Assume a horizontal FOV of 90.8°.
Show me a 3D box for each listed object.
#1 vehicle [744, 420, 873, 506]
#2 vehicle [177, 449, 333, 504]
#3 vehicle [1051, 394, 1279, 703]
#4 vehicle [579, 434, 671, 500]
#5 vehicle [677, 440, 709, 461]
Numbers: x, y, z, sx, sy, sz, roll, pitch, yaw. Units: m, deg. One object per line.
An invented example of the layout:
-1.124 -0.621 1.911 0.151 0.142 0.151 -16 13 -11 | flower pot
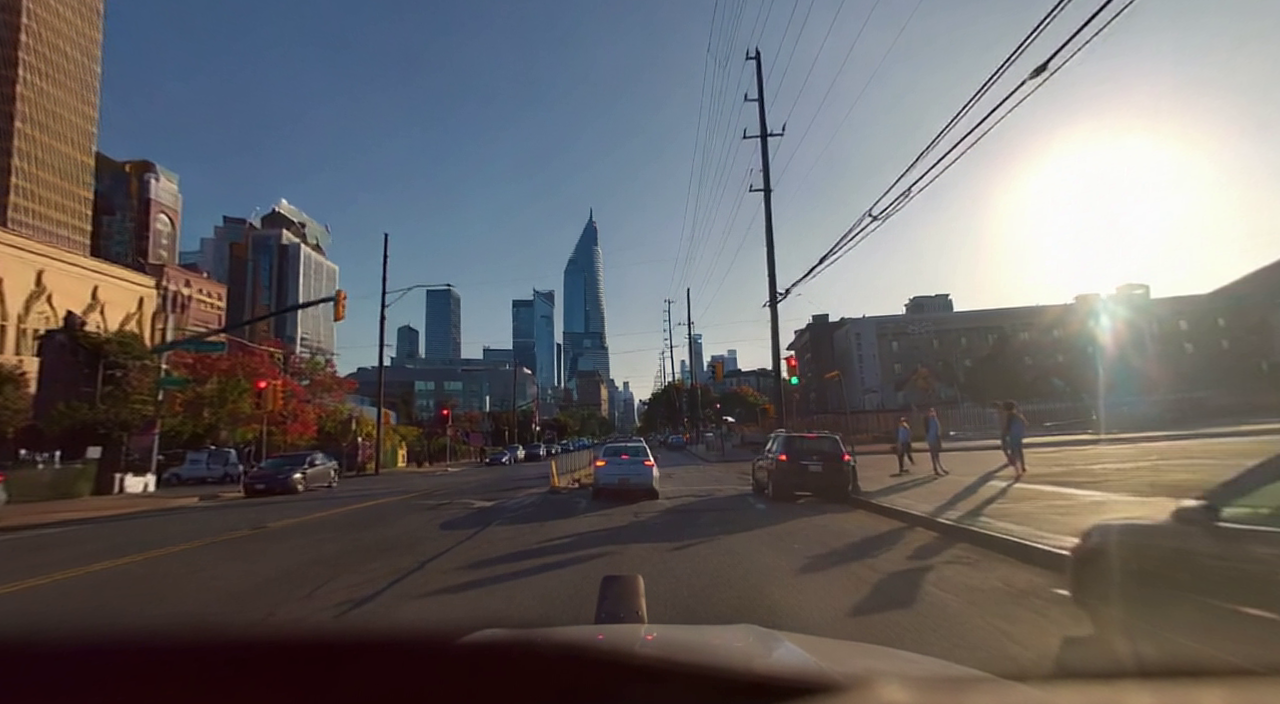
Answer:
3.899 2.658 15.444 2.015 1.780 4.261 0 -9 1 | vehicle
-11.991 3.869 20.164 1.980 1.502 4.655 -1 -9 1 | vehicle
3.913 0.912 2.423 2.003 1.524 3.868 0 -7 -1 | vehicle
-0.352 2.885 16.276 2.049 1.453 4.299 0 -9 -1 | vehicle
3.938 7.479 47.858 1.933 1.479 4.430 0 -9 -1 | vehicle
